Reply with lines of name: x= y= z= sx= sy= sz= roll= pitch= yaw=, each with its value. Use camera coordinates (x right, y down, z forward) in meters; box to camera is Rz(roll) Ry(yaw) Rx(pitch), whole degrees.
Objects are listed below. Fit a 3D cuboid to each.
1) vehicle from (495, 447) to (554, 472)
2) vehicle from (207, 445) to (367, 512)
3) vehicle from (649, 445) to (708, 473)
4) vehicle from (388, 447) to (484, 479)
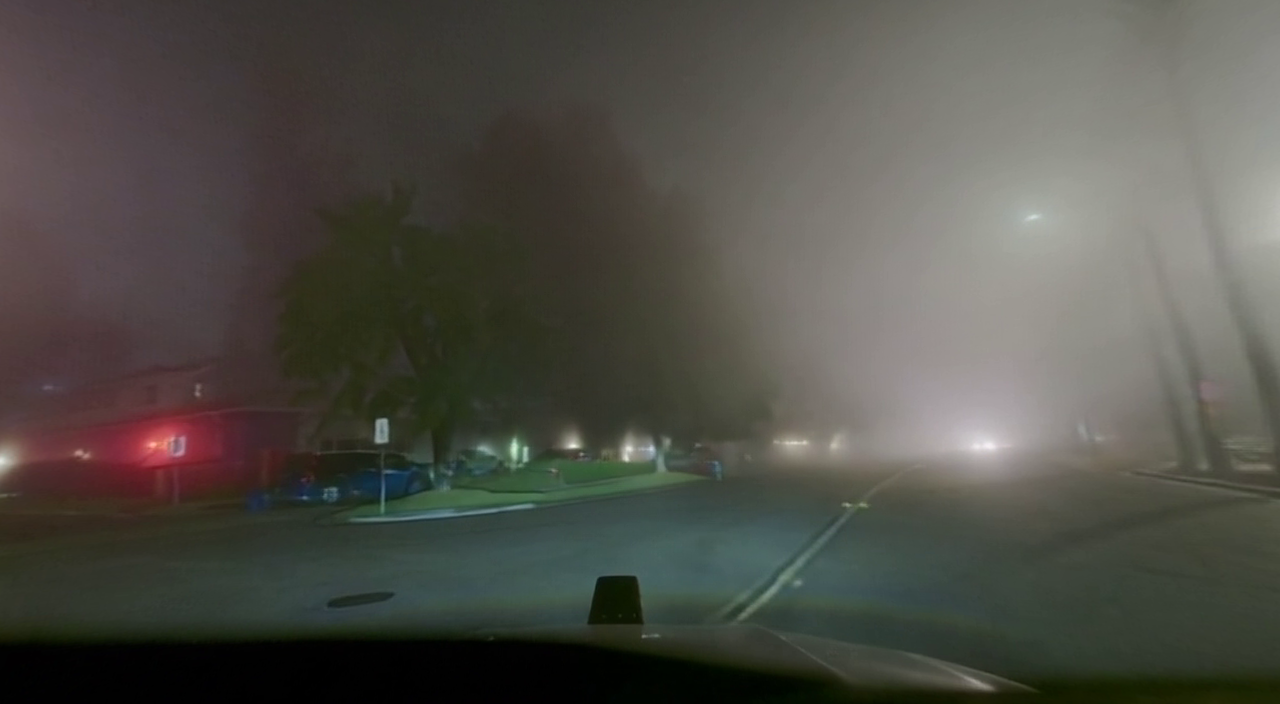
vehicle: x=-8.670 y=8.047 z=47.624 sx=3.928 sy=1.784 sz=1.895 roll=-3 pitch=-9 yaw=21
vehicle: x=-11.070 y=3.955 z=20.332 sx=2.174 sy=1.863 sz=4.651 roll=0 pitch=-9 yaw=4
vehicle: x=2.619 y=7.201 z=42.631 sx=3.635 sy=1.521 sz=1.726 roll=1 pitch=-5 yaw=19
vehicle: x=-12.164 y=6.572 z=37.662 sx=5.193 sy=1.830 sz=2.049 roll=-3 pitch=-9 yaw=20
